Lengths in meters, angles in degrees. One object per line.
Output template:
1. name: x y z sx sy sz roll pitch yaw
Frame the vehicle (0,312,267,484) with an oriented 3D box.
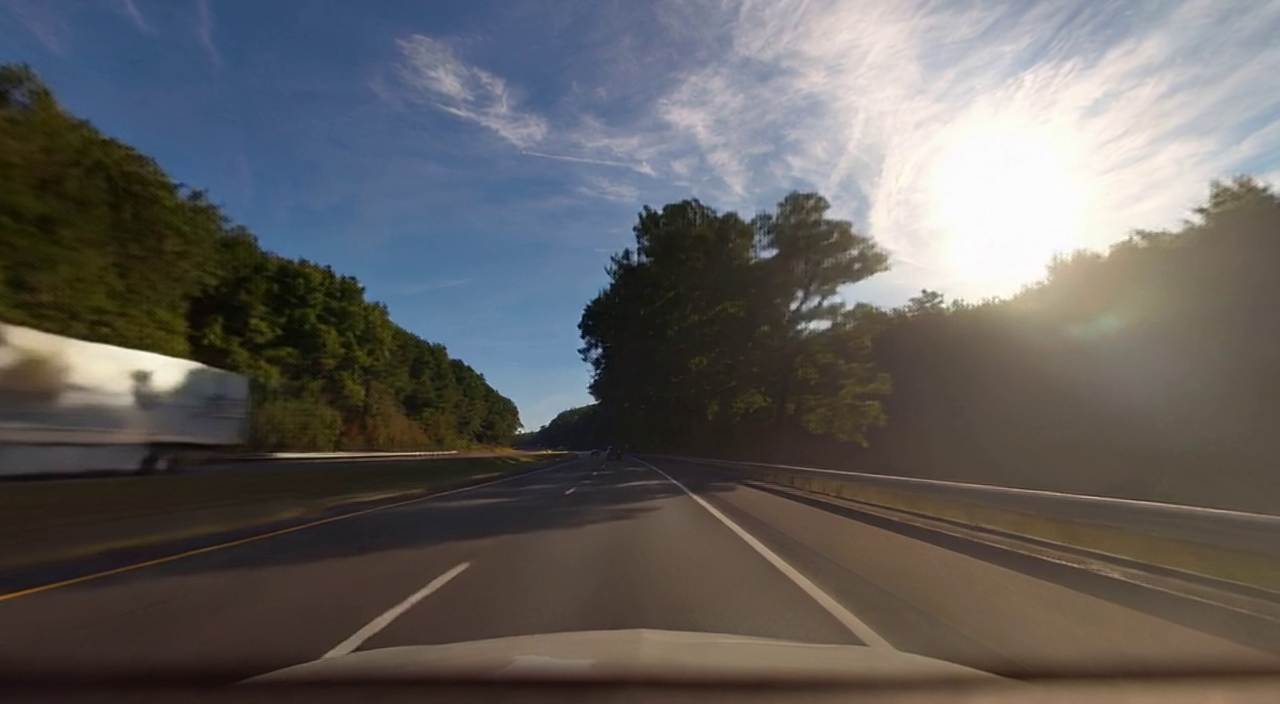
1. vehicle: -16.756 1.721 18.983 2.871 4.035 13.724 0 -9 -1
